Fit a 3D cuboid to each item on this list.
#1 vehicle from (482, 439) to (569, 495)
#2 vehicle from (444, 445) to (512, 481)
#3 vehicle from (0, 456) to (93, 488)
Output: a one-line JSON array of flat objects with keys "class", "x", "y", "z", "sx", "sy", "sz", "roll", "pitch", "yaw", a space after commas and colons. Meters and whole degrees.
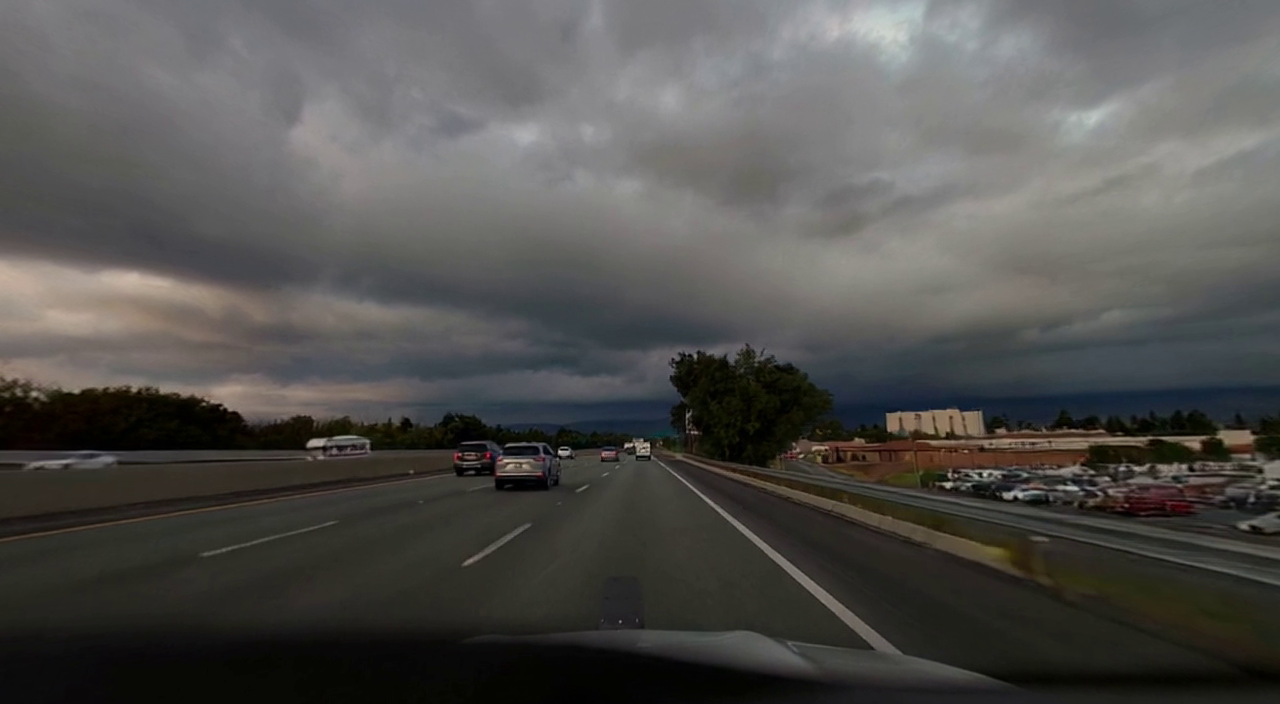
[{"class": "vehicle", "x": -3.754, "y": 3.853, "z": 21.445, "sx": 2.070, "sy": 1.665, "sz": 4.213, "roll": 0, "pitch": -9, "yaw": 2}, {"class": "vehicle", "x": -7.496, "y": 5.161, "z": 29.647, "sx": 1.991, "sy": 1.538, "sz": 4.360, "roll": 0, "pitch": -9, "yaw": 1}, {"class": "vehicle", "x": -33.274, "y": 6.542, "z": 34.682, "sx": 1.869, "sy": 1.517, "sz": 4.794, "roll": 0, "pitch": -9, "yaw": 1}]
